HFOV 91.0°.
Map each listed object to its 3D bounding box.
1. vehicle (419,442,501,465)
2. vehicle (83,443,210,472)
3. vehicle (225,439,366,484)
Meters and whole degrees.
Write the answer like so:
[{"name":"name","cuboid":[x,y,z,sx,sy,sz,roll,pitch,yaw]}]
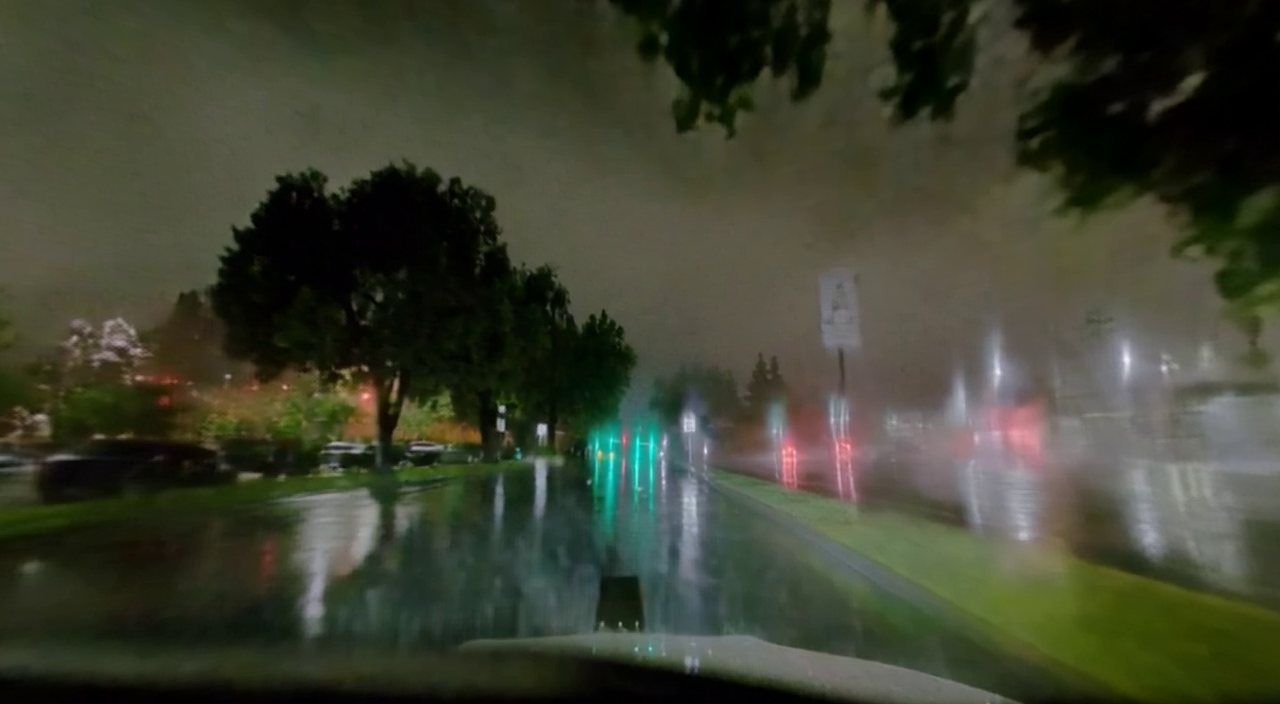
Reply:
[{"name":"vehicle","cuboid":[-12.930,7.325,45.485,5.300,1.432,1.951,1,-8,-1]},{"name":"vehicle","cuboid":[-26.680,5.693,34.181,5.024,1.494,2.242,0,-7,1]},{"name":"vehicle","cuboid":[-13.670,4.343,25.157,4.422,1.694,2.026,0,-7,1]}]
